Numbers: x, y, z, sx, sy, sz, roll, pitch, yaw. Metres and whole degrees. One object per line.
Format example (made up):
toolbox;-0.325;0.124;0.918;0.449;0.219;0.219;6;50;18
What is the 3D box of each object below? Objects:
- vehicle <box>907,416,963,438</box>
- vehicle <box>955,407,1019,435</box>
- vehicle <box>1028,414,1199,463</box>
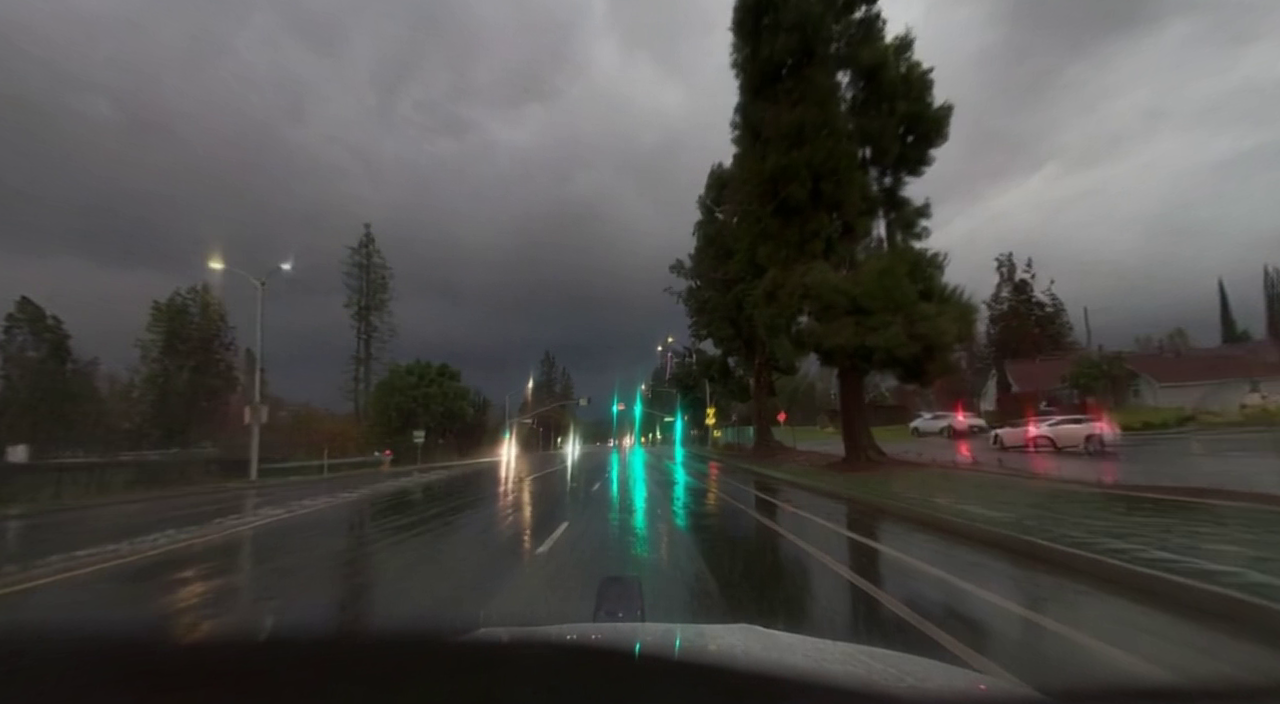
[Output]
vehicle;22.972;5.865;49.333;1.911;1.598;4.322;1;-8;-6
vehicle;26.842;5.389;49.021;2.081;1.949;4.635;3;-7;-5
vehicle;15.595;2.926;21.233;1.882;1.446;4.741;0;-8;-4
